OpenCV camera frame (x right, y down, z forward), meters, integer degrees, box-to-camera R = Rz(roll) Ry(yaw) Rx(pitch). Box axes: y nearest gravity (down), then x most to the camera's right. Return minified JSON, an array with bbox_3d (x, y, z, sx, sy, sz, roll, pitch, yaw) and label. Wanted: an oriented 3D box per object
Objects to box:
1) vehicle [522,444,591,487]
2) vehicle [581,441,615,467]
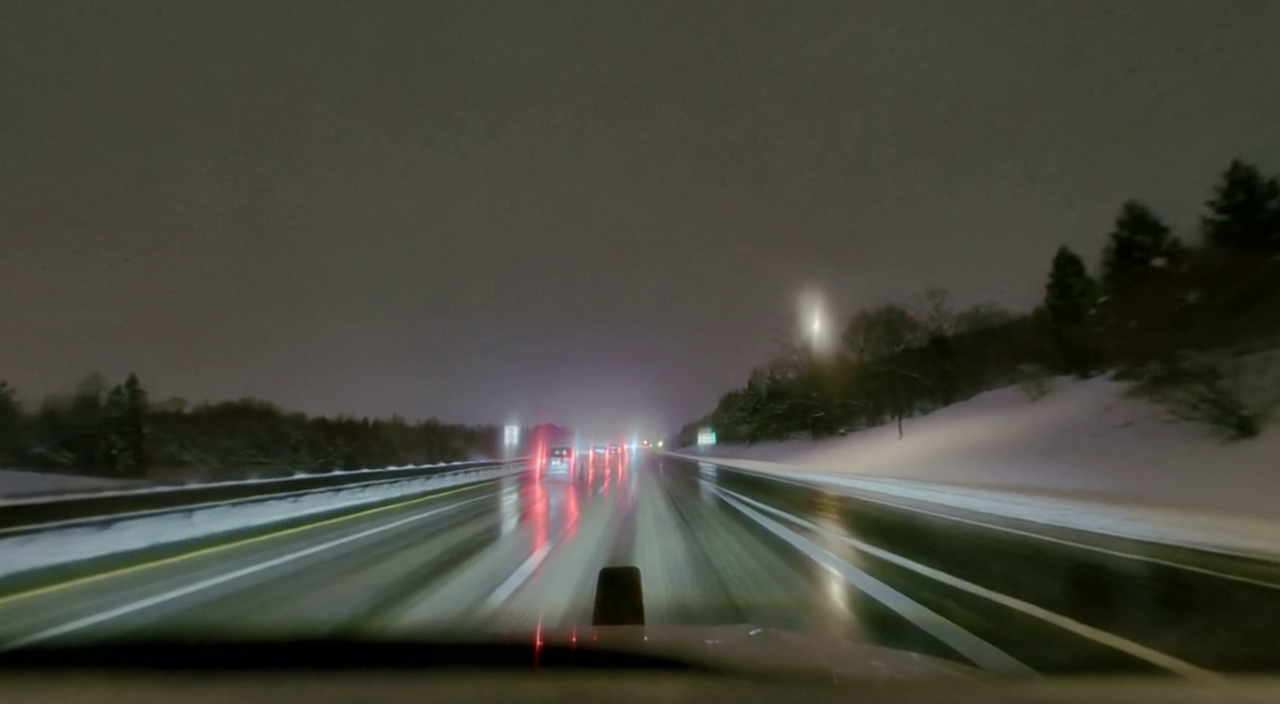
[{"bbox_3d":[-3.219,4.504,25.340,2.044,1.527,4.607,0,-9,1],"label":"vehicle"},{"bbox_3d":[-3.076,7.614,47.093,2.177,1.852,4.427,0,-9,1],"label":"vehicle"}]
